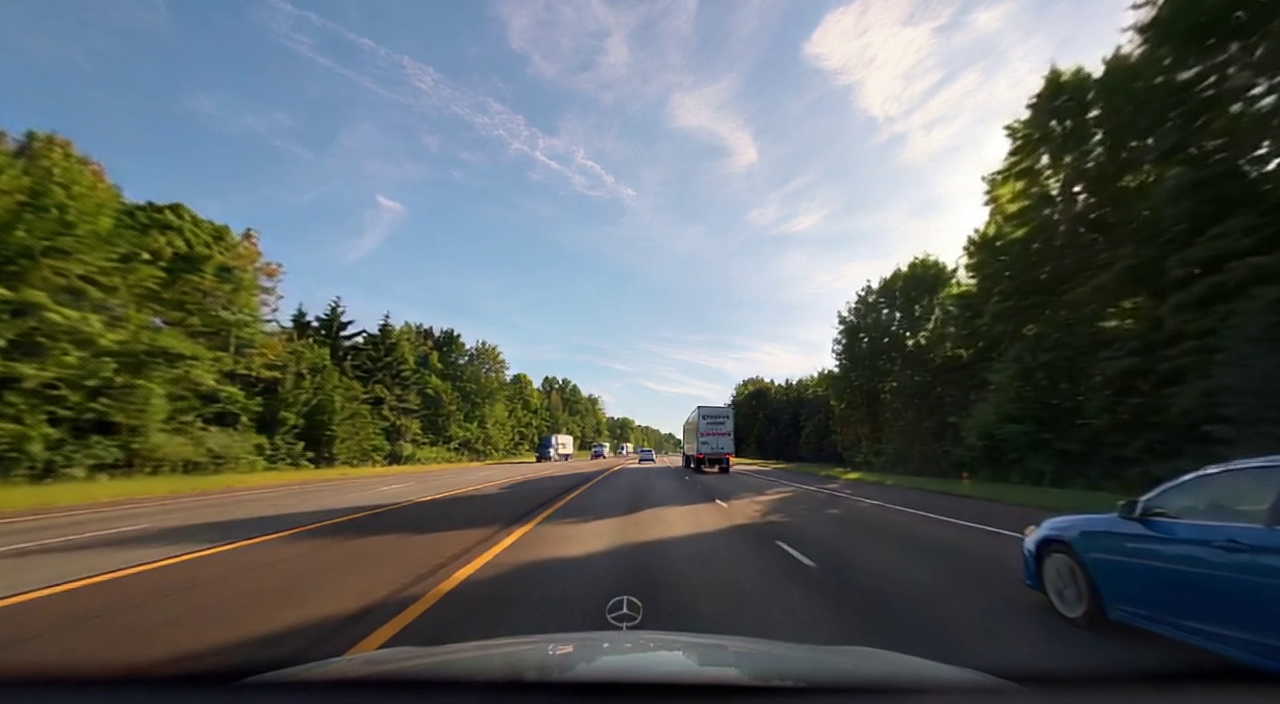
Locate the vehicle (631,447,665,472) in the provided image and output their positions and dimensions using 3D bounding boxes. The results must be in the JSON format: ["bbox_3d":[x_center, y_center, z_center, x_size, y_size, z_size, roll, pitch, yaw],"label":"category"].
[{"bbox_3d":[0.513,6.752,39.780,2.074,1.475,3.960,0,-9,1],"label":"vehicle"}]

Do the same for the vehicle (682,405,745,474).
[{"bbox_3d":[4.858,6.362,44.972,2.909,4.074,14.457,0,-9,1],"label":"vehicle"}]

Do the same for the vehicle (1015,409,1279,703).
[{"bbox_3d":[4.221,1.088,3.284,2.169,1.531,3.775,0,-9,0],"label":"vehicle"}]
